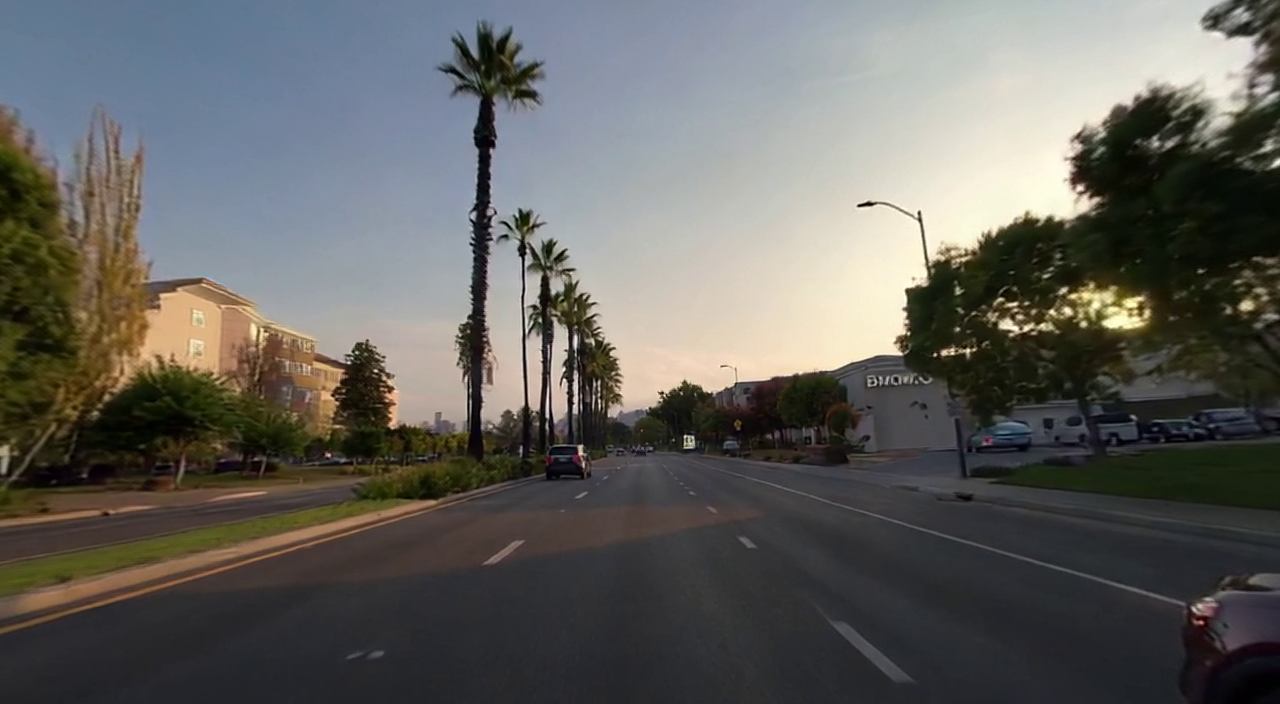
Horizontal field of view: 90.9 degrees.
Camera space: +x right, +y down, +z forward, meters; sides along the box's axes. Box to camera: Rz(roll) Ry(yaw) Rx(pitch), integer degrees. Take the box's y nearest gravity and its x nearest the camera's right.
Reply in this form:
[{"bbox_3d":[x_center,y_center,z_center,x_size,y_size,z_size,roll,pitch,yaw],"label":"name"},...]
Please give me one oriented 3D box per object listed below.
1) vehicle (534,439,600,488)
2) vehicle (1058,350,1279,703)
[{"bbox_3d":[-2.804,4.417,25.190,1.998,1.743,4.402,-1,-9,1],"label":"vehicle"},{"bbox_3d":[2.774,0.563,0.553,1.946,1.513,4.133,-1,-9,0],"label":"vehicle"}]
